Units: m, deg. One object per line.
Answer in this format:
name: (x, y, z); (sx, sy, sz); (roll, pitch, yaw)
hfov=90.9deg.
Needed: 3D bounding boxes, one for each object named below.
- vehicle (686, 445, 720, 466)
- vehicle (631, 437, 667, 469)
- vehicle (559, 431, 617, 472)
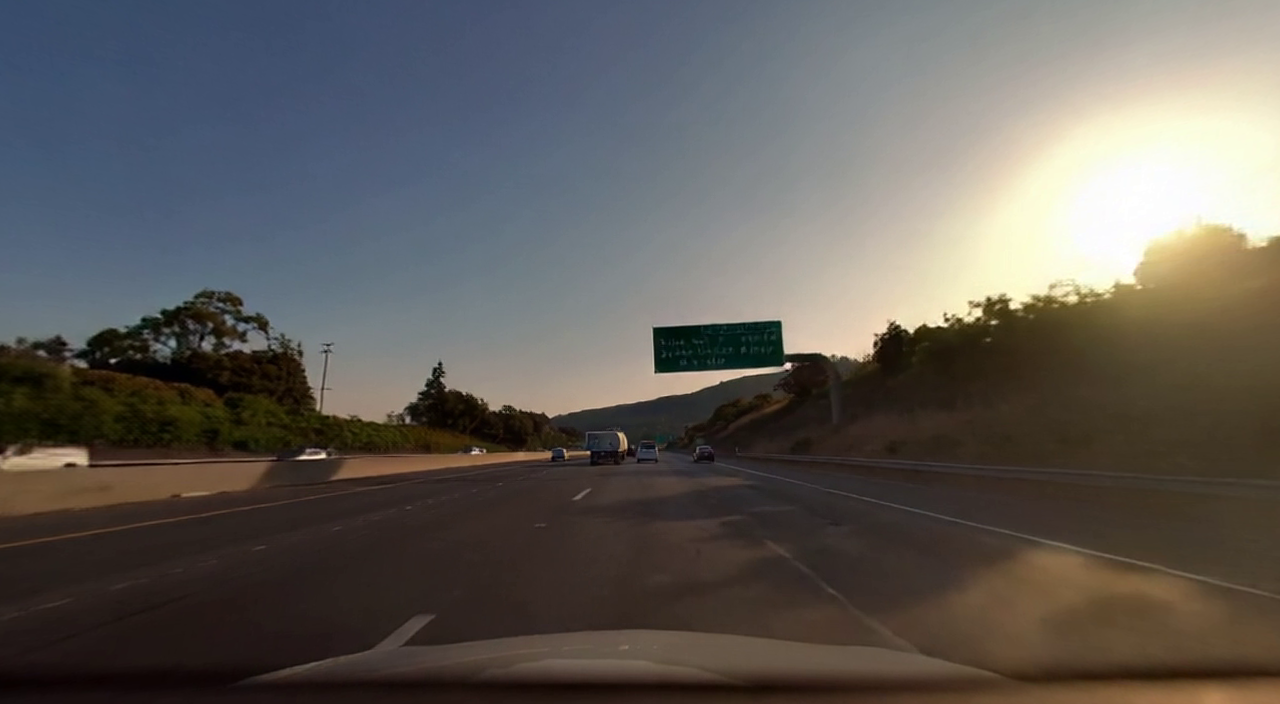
vehicle: (4.616, 7.695, 47.008); (1.993, 1.474, 4.230); (0, -8, -1)
vehicle: (0.606, 6.932, 43.302); (2.309, 2.023, 5.130); (0, -8, 0)
vehicle: (-3.383, 7.062, 45.545); (2.854, 2.379, 16.653); (-1, -8, 0)
